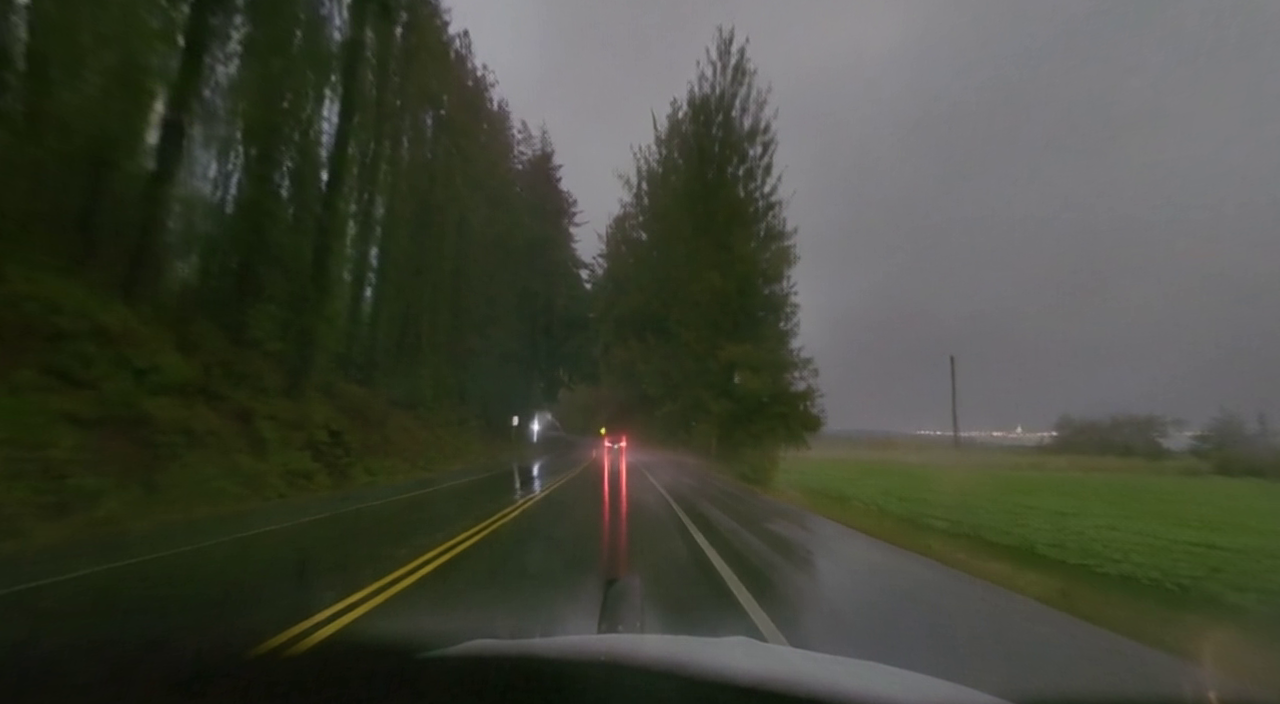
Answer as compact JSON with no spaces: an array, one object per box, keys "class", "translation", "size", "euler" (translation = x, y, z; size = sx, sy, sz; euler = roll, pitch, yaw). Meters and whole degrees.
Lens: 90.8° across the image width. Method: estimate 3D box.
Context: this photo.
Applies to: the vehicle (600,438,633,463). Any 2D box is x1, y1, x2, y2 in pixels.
[{"class":"vehicle","translation":[-1.498,6.340,40.785],"size":[2.042,1.489,3.963],"euler":[0,-8,-1]}]
